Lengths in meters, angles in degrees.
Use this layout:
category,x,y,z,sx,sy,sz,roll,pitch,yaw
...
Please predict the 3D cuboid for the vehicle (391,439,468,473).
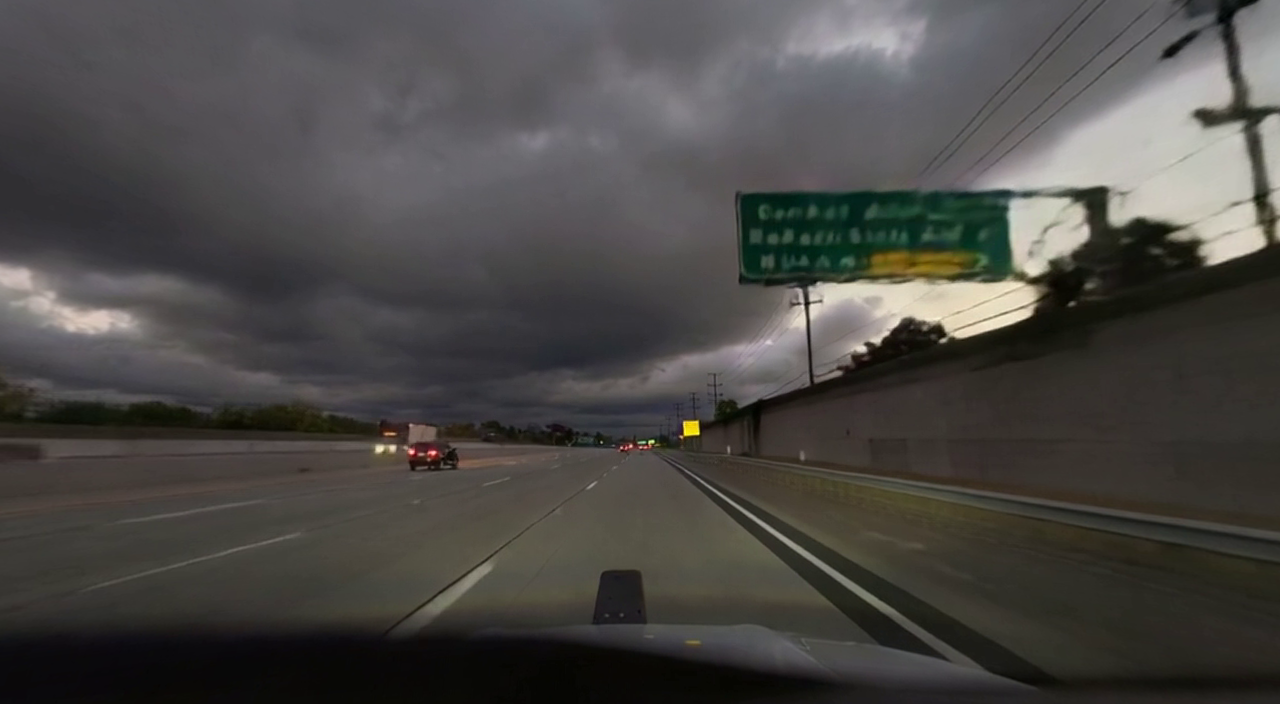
category,x,y,z,sx,sy,sz,roll,pitch,yaw
vehicle,-10.044,4.985,30.477,2.056,1.476,4.562,0,-8,1
